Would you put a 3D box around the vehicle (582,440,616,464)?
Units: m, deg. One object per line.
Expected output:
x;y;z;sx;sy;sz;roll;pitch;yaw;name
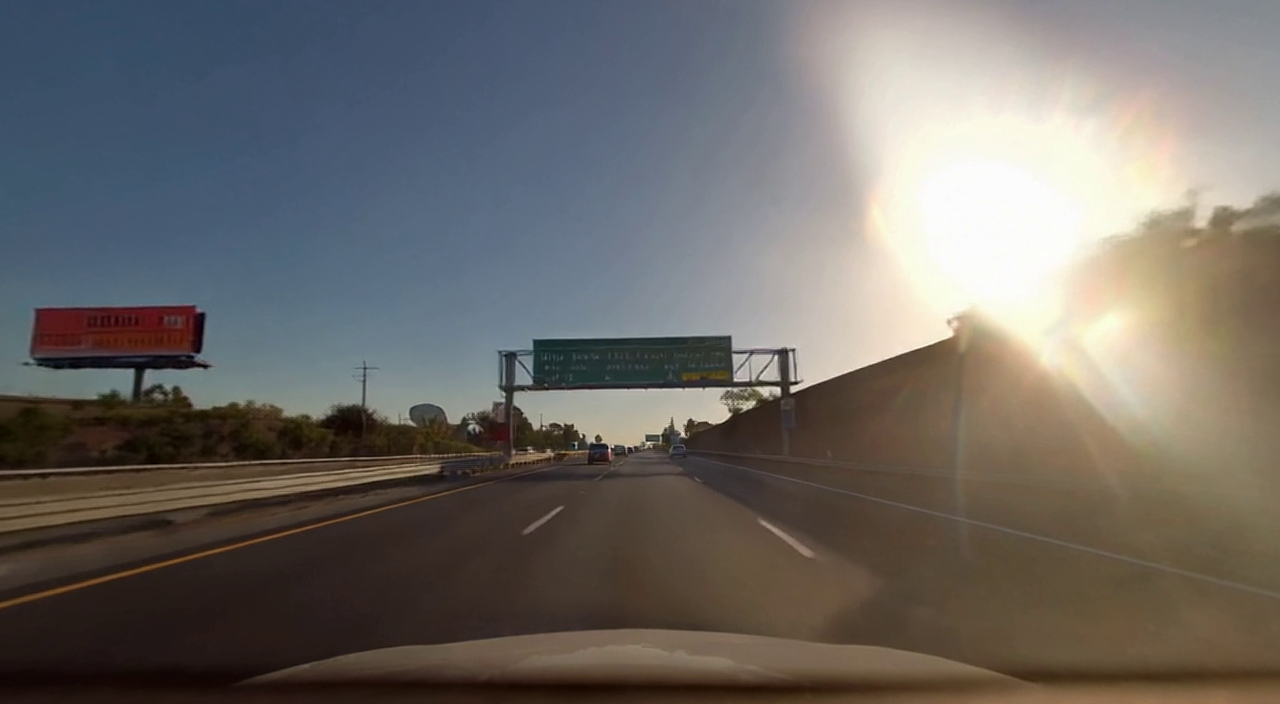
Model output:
-3.067;7.575;47.860;2.319;1.738;4.355;0;-8;0;vehicle
